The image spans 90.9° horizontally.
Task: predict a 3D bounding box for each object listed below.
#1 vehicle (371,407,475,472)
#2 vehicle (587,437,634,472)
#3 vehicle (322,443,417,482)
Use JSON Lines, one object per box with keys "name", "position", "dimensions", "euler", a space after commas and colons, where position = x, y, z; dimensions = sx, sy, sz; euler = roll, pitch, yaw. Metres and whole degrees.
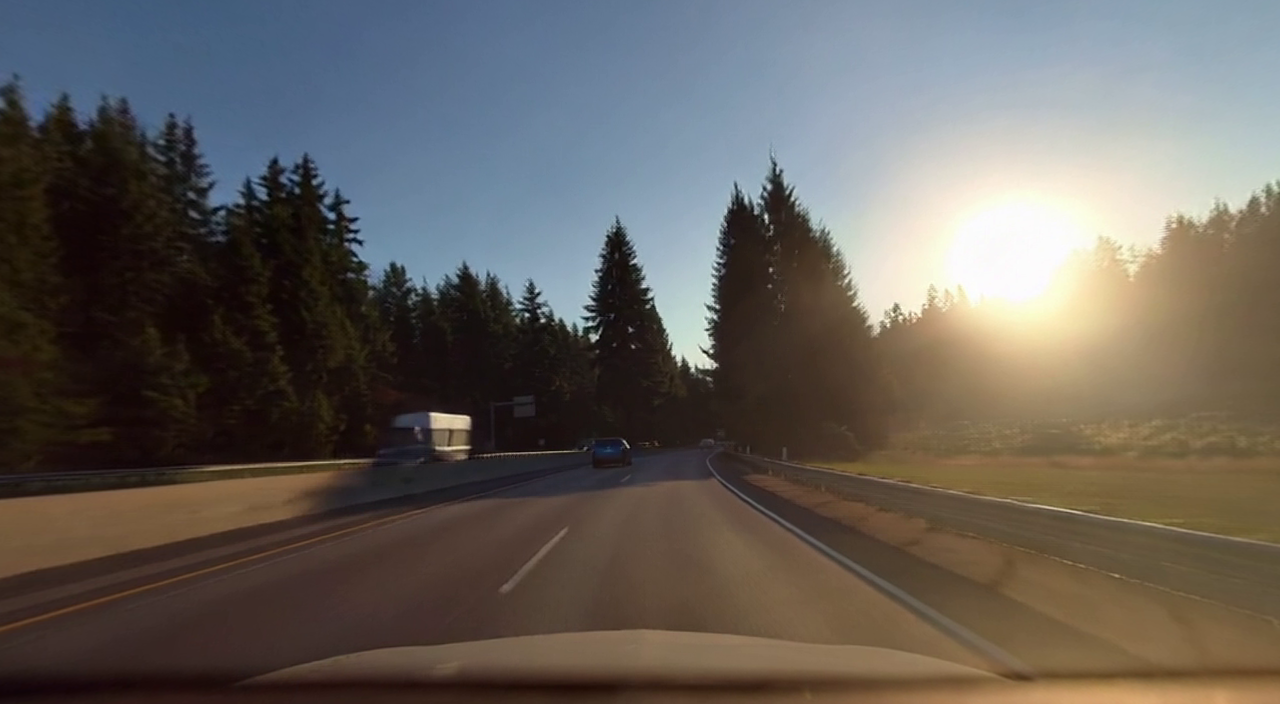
{"name": "vehicle", "position": [-15.577, 6.471, 46.476], "dimensions": [3.236, 4.237, 10.335], "euler": [-1, -8, 4]}
{"name": "vehicle", "position": [-1.552, 5.606, 34.756], "dimensions": [2.005, 1.752, 4.479], "euler": [-1, -8, 5]}
{"name": "vehicle", "position": [-12.705, 5.202, 30.032], "dimensions": [2.182, 1.669, 4.609], "euler": [-1, -8, 5]}
